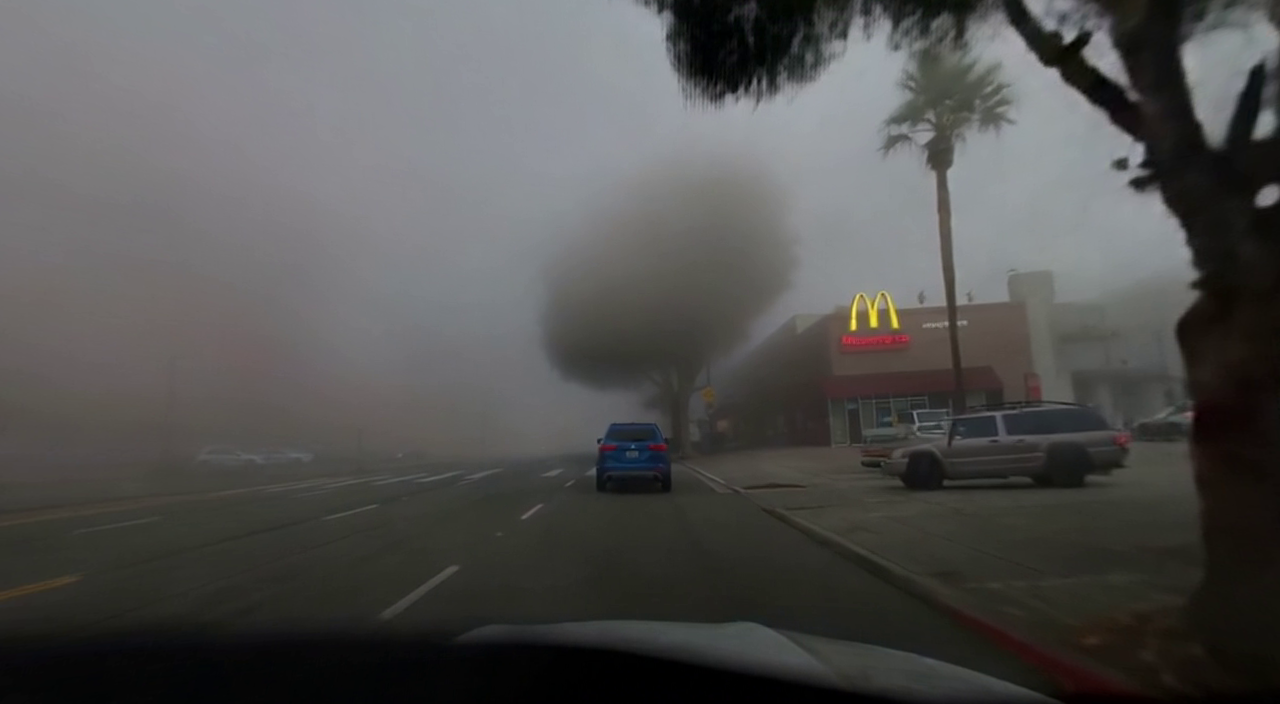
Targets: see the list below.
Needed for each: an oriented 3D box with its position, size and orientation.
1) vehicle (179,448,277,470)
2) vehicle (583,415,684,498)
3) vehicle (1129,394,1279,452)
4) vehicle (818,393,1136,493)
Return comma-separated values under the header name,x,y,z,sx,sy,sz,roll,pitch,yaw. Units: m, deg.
name,x,y,z,sx,sy,sz,roll,pitch,yaw
vehicle,-27.358,7.139,42.157,5.154,1.343,1.943,4,-9,-24
vehicle,-0.189,2.610,16.078,2.234,1.818,3.869,0,-8,-1
vehicle,19.887,2.484,21.398,2.080,1.702,5.430,0,-8,-3
vehicle,6.214,1.748,12.215,4.828,1.733,2.231,0,-8,-1
